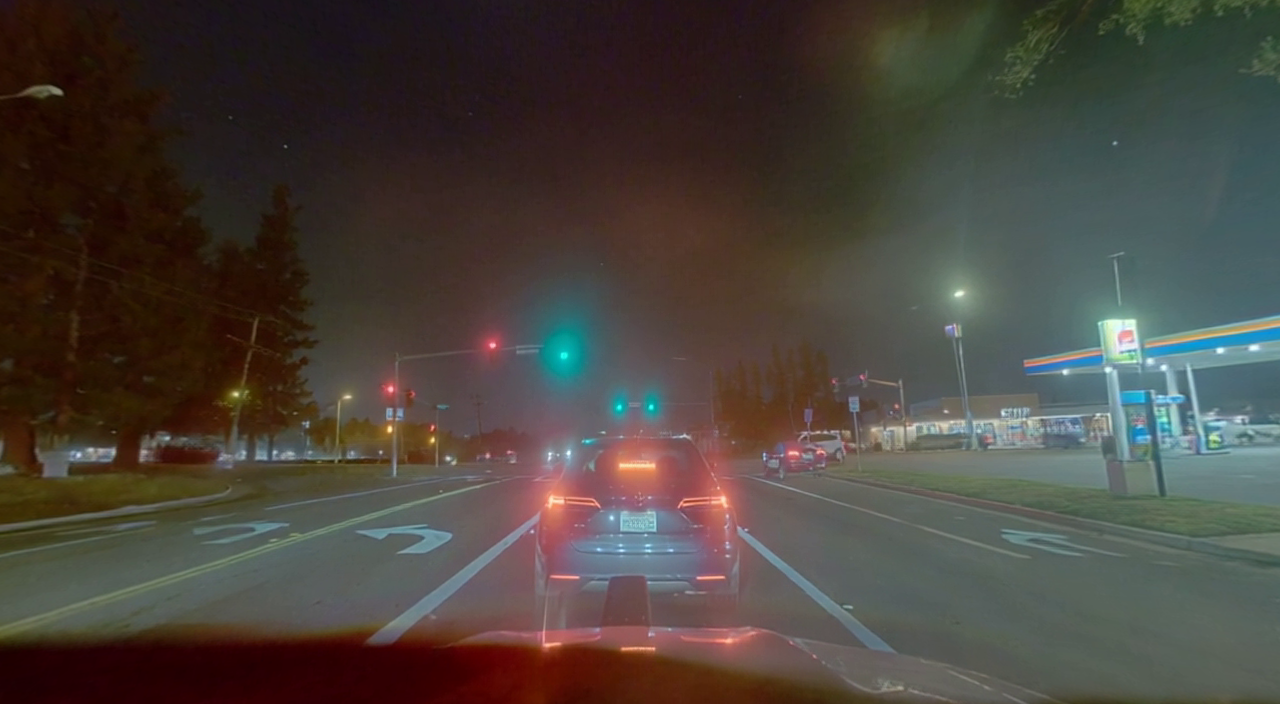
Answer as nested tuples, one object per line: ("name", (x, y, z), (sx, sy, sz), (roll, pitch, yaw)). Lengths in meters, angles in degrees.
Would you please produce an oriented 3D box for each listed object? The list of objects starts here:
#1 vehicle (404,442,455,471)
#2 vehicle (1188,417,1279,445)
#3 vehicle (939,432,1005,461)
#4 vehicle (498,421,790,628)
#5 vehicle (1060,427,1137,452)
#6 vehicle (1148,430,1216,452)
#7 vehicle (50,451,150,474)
("vehicle", (-14.598, 7.178, 43.594), (2.019, 1.867, 4.660), (6, -10, -35))
("vehicle", (36.339, 4.858, 38.485), (1.848, 1.581, 4.475), (0, -8, 2))
("vehicle", (18.404, 5.237, 34.842), (2.053, 1.495, 4.091), (-8, -12, 44))
("vehicle", (0.017, 1.556, 6.673), (2.112, 1.482, 4.057), (0, -8, 0))
("vehicle", (34.762, 6.646, 47.830), (4.294, 1.557, 1.744), (-4, -8, 1))
("vehicle", (40.965, 6.717, 47.672), (3.573, 1.432, 1.604), (-3, -8, 2))
("vehicle", (-37.477, 7.647, 43.904), (1.889, 1.455, 4.813), (-4, -9, 25))
